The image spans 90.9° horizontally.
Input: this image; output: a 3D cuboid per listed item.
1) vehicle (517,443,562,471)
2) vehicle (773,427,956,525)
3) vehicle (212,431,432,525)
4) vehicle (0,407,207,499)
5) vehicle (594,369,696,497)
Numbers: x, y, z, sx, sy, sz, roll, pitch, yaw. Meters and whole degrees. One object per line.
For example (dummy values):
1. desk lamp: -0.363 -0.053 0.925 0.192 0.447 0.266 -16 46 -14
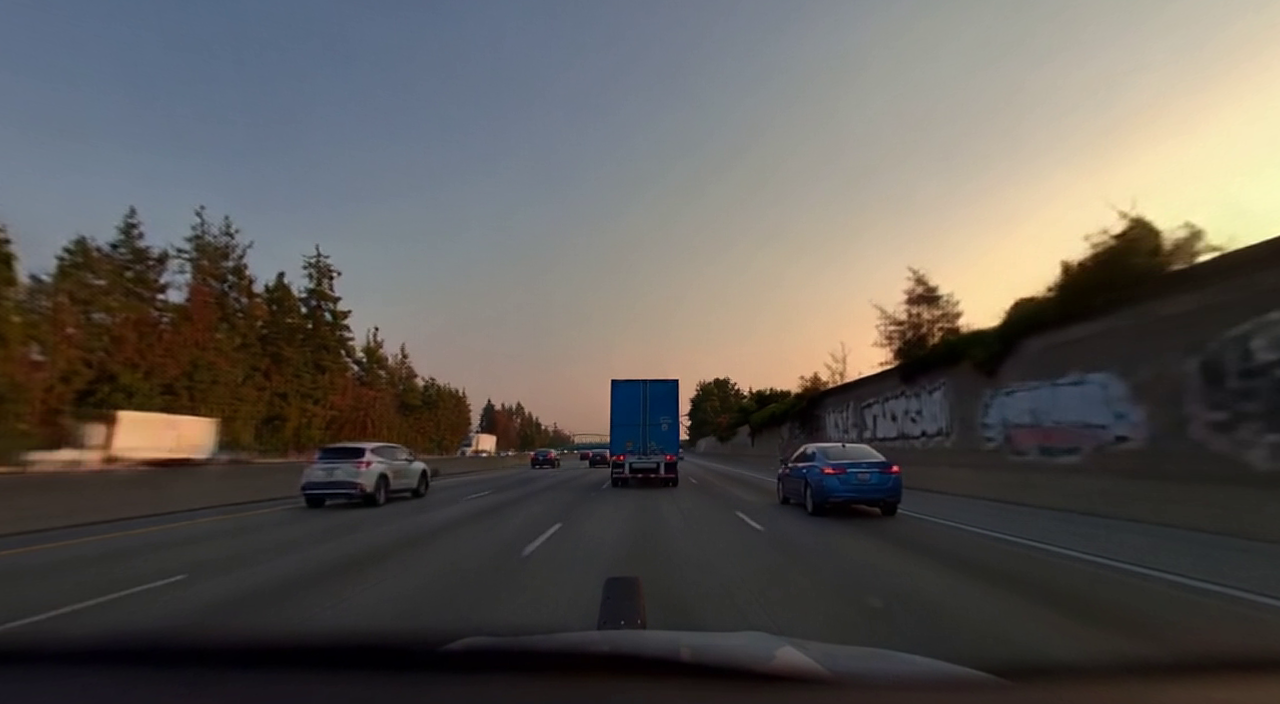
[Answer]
1. vehicle: -6.198 6.555 39.426 2.005 1.607 4.042 -1 -9 2
2. vehicle: 4.375 2.505 13.224 2.205 1.689 4.403 0 -9 0
3. vehicle: -6.498 2.631 13.723 2.134 1.662 4.851 0 -9 2
4. vehicle: -17.870 3.401 21.291 2.179 2.650 5.861 0 -9 1
5. vehicle: 0.154 3.083 23.133 2.915 3.661 9.741 0 -9 0
